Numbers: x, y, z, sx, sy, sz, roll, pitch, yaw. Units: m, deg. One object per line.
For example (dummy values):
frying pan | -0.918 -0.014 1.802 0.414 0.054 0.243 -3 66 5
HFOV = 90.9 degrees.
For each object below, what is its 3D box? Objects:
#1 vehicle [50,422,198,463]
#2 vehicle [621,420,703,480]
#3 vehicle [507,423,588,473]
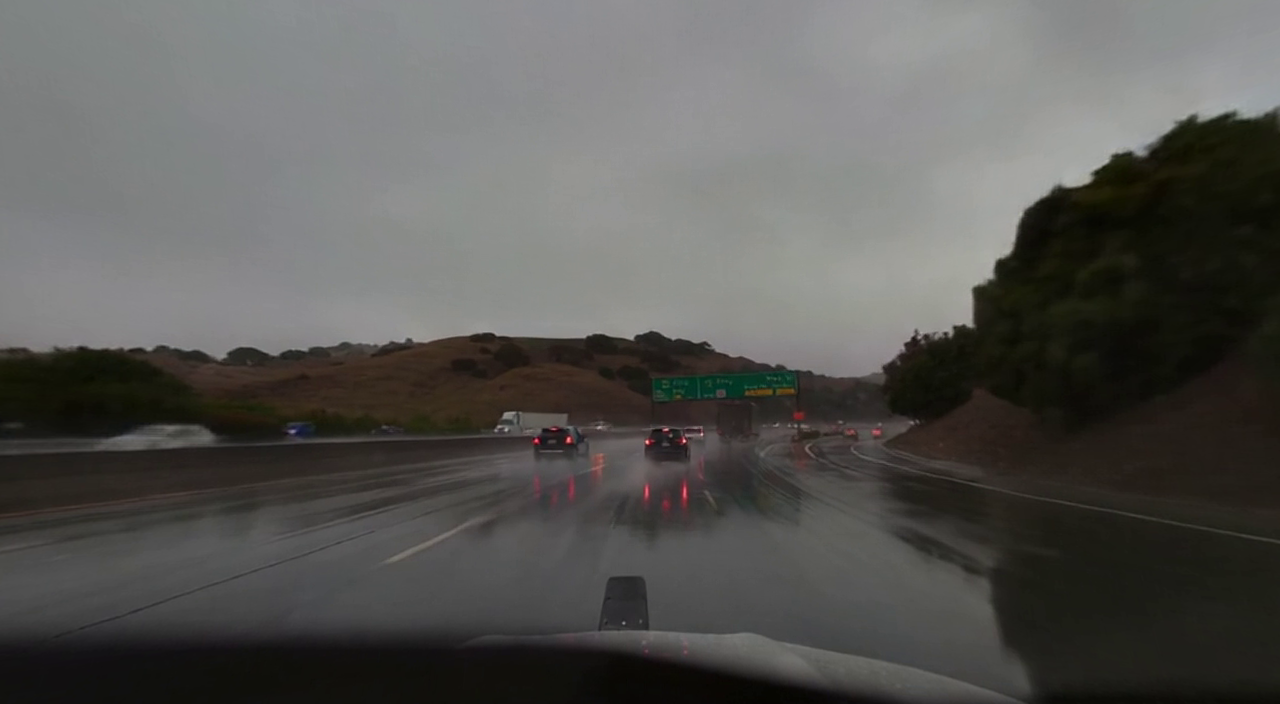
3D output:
vehicle | -20.940 3.720 25.923 1.936 1.499 4.651 -1 -8 5
vehicle | 0.832 3.315 21.568 2.484 1.820 4.497 -1 -8 4
vehicle | -3.384 3.627 24.019 2.077 1.712 4.406 -1 -8 5
